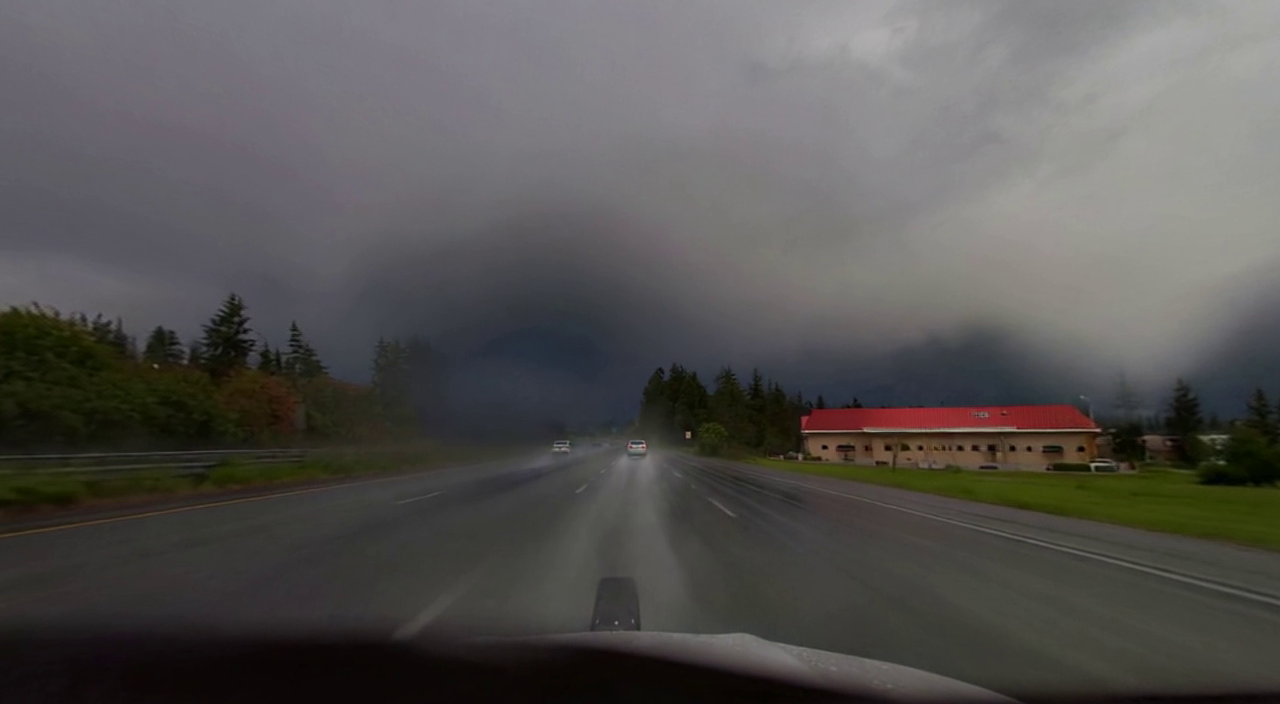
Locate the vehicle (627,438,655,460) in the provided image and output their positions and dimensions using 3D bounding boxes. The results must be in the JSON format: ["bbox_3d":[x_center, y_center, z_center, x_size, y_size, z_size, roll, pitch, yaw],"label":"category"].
[{"bbox_3d":[0.038,7.502,48.892,2.073,1.635,4.195,0,-9,0],"label":"vehicle"}]
